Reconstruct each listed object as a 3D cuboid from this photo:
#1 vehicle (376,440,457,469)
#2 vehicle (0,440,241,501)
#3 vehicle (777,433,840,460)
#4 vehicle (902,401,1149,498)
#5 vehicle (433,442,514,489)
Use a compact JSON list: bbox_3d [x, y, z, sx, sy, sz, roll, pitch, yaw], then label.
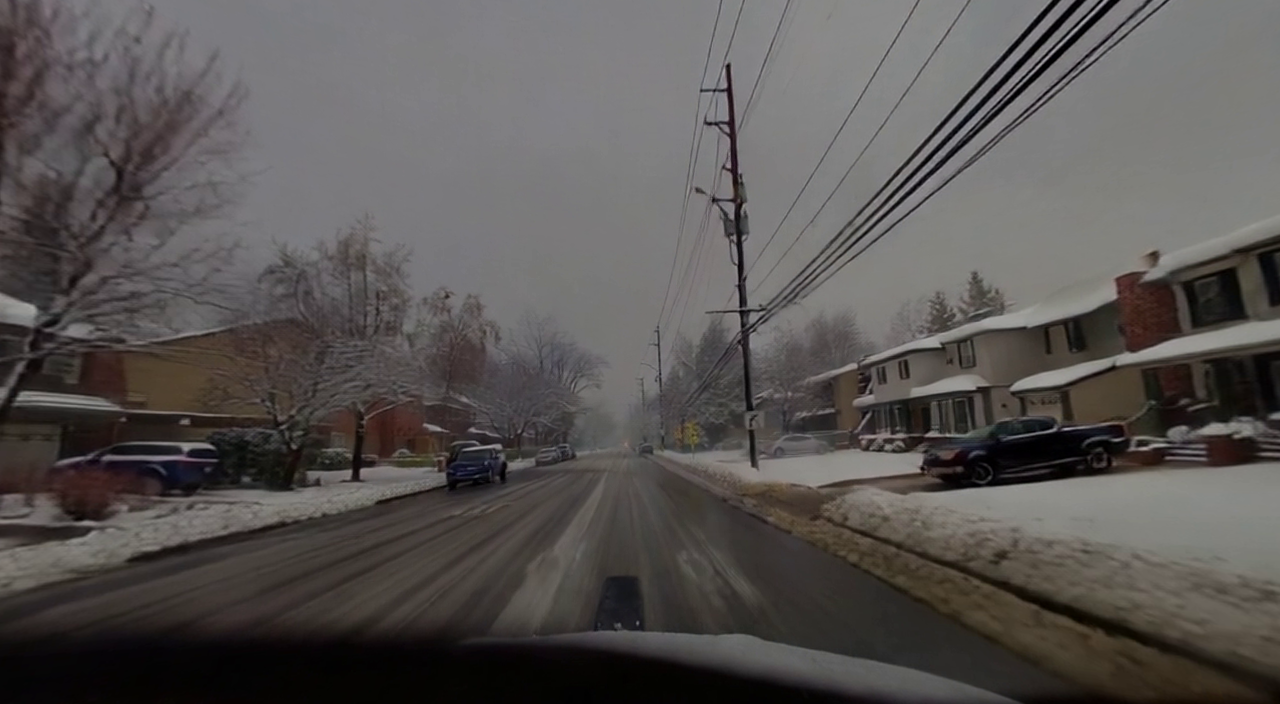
[{"bbox_3d":[-14.824,6.812,42.085,4.543,1.824,2.379,1,-9,-3],"label":"vehicle"},{"bbox_3d":[-14.873,3.343,18.063,5.395,1.615,2.132,0,-9,-2],"label":"vehicle"},{"bbox_3d":[12.817,7.211,48.113,4.145,1.767,1.880,-8,-10,29],"label":"vehicle"},{"bbox_3d":[9.561,2.423,15.971,4.822,1.864,2.100,-4,-8,-6],"label":"vehicle"},{"bbox_3d":[-7.080,4.856,27.453,2.162,1.757,5.201,-2,-9,-1],"label":"vehicle"}]
